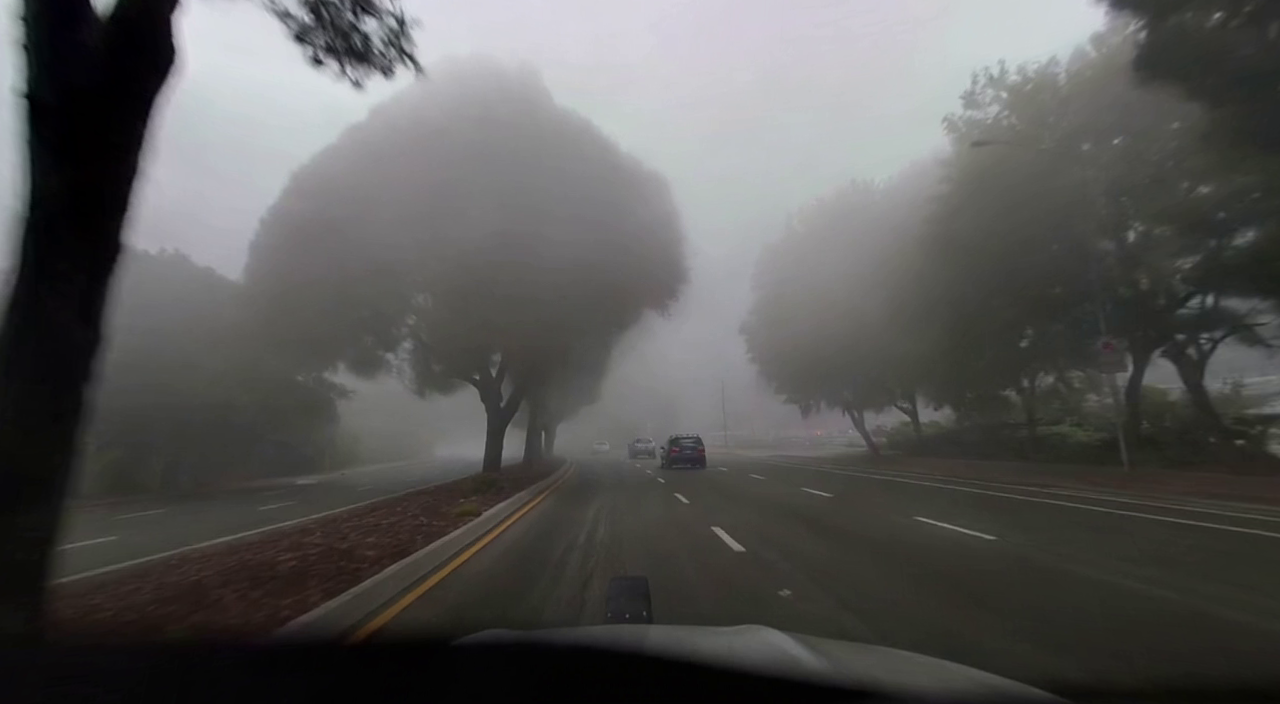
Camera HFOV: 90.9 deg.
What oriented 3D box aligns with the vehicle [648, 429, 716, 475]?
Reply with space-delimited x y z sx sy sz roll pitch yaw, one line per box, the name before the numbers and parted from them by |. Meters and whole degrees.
vehicle | 1.638 4.146 26.325 2.253 1.756 4.313 0 -8 -4
